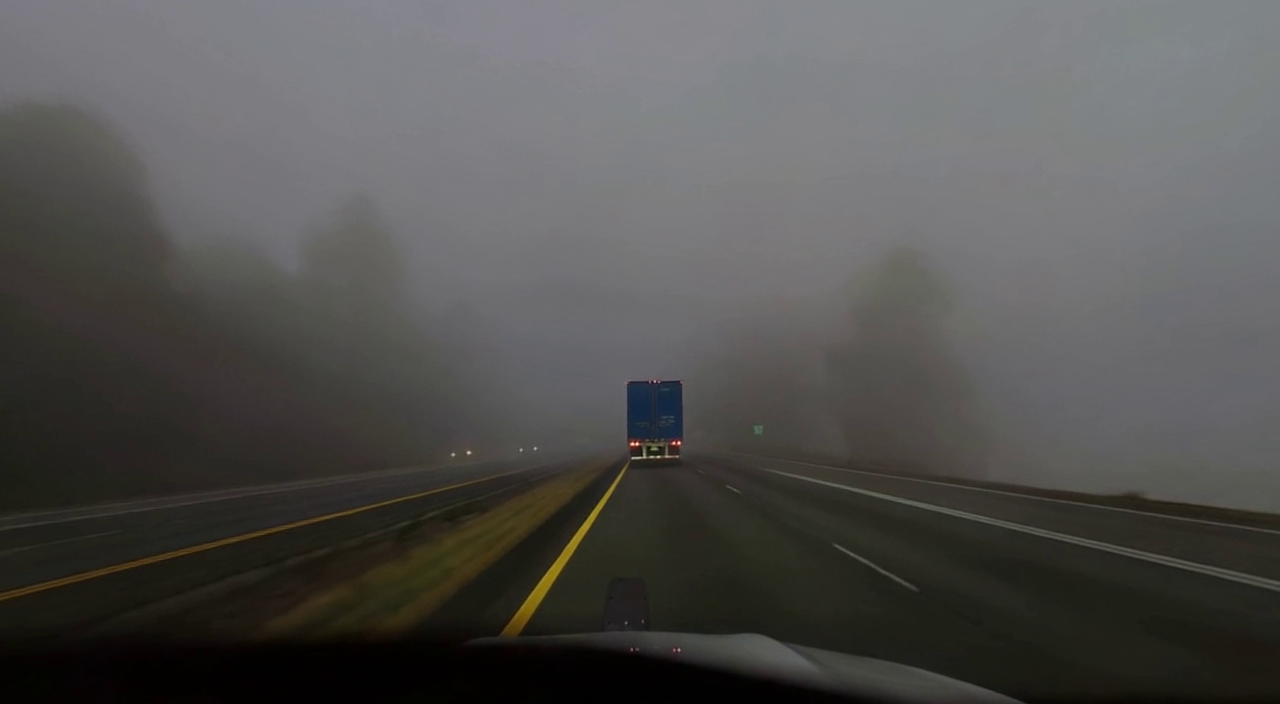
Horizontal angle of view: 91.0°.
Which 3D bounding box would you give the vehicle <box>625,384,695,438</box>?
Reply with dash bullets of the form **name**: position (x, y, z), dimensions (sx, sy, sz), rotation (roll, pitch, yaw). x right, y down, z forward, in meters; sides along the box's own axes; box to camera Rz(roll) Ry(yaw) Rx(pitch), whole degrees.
- **vehicle**: position (0.660, 2.459, 25.244), dimensions (2.509, 1.890, 4.732), rotation (0, -8, -2)
